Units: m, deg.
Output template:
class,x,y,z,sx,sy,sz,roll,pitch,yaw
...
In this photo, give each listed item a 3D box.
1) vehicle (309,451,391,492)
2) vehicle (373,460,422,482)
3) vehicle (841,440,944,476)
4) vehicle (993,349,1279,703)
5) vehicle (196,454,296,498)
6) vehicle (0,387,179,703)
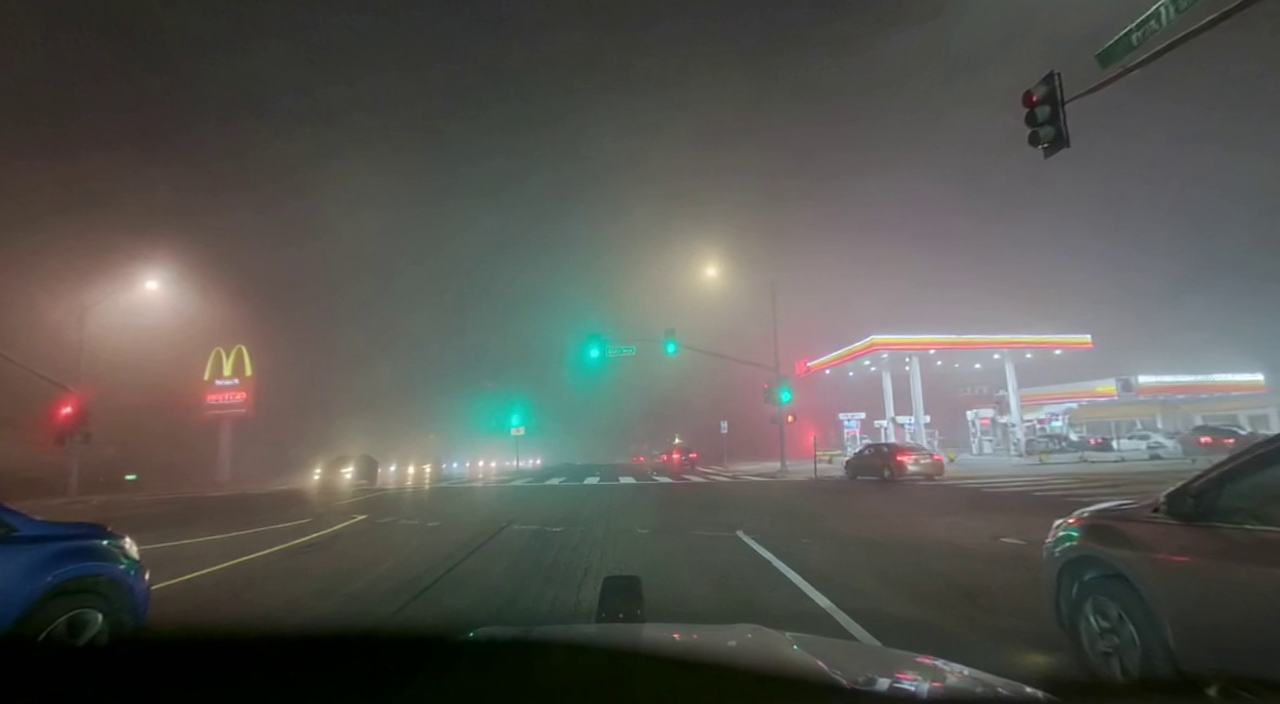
class,x,y,z,sx,sy,sz,roll,pitch,yaw
vehicle,-15.220,6.248,33.477,2.087,1.902,4.848,0,-8,-1
vehicle,-18.828,9.238,49.250,2.083,1.466,4.565,0,-8,-1
vehicle,12.941,5.431,32.525,4.419,1.699,2.066,-7,-11,38
vehicle,3.385,0.745,1.780,2.085,1.655,4.459,0,-8,-2
vehicle,-18.848,6.013,30.521,2.005,1.845,4.811,-1,-12,-4
vehicle,-3.648,0.814,1.628,1.935,1.617,4.045,0,-8,-2
